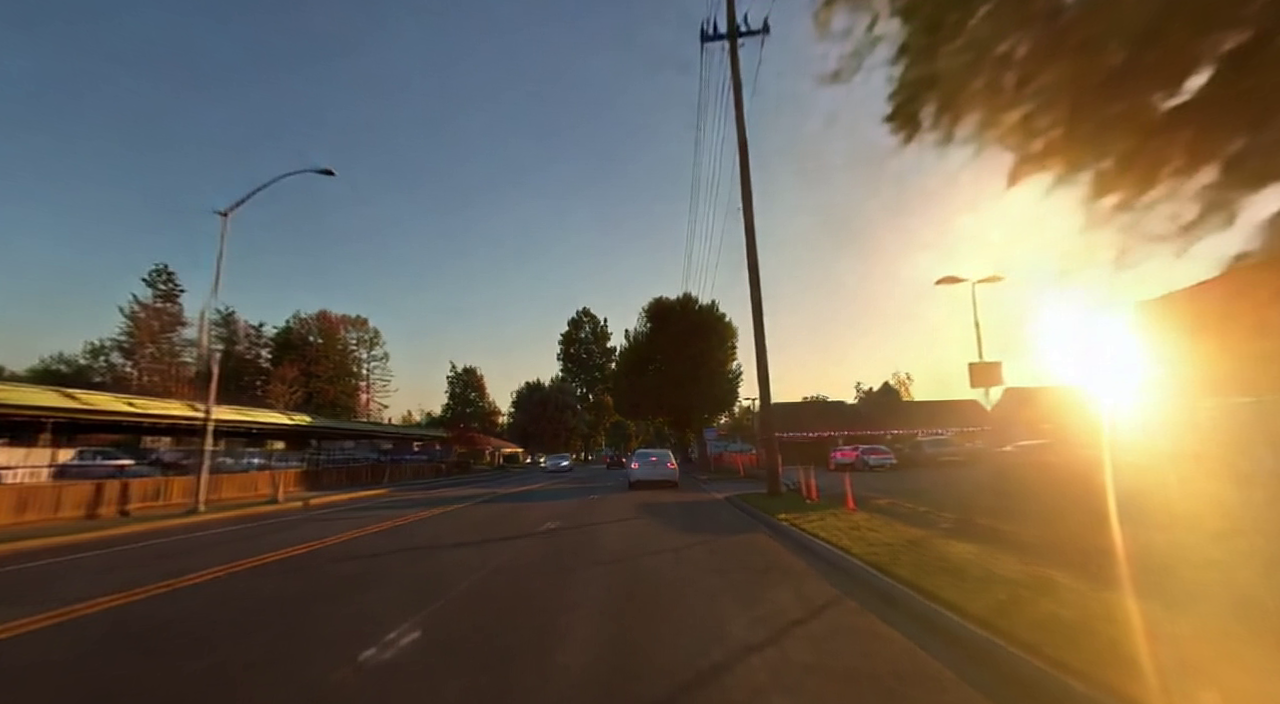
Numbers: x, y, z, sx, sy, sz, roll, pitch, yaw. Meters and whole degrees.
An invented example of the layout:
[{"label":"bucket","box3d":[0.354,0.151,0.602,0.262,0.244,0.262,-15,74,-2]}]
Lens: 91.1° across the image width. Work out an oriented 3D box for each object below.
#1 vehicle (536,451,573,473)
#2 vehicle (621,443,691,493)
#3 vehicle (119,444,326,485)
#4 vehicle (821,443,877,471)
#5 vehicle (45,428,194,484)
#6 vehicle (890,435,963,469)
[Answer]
[{"label":"vehicle","box3d":[-6.318,8.173,46.810,2.034,1.499,4.236,-1,-9,2]},{"label":"vehicle","box3d":[0.494,3.887,21.361,2.144,1.514,4.063,0,-9,0]},{"label":"vehicle","box3d":[-27.441,7.551,43.108,2.951,2.274,15.187,-1,-9,5]},{"label":"vehicle","box3d":[12.206,6.154,36.929,1.970,1.501,4.514,-1,-9,3]},{"label":"vehicle","box3d":[-31.569,6.311,38.555,2.945,3.103,6.716,0,-8,5]},{"label":"vehicle","box3d":[16.473,5.782,36.361,2.101,1.825,4.700,-1,-9,2]}]
